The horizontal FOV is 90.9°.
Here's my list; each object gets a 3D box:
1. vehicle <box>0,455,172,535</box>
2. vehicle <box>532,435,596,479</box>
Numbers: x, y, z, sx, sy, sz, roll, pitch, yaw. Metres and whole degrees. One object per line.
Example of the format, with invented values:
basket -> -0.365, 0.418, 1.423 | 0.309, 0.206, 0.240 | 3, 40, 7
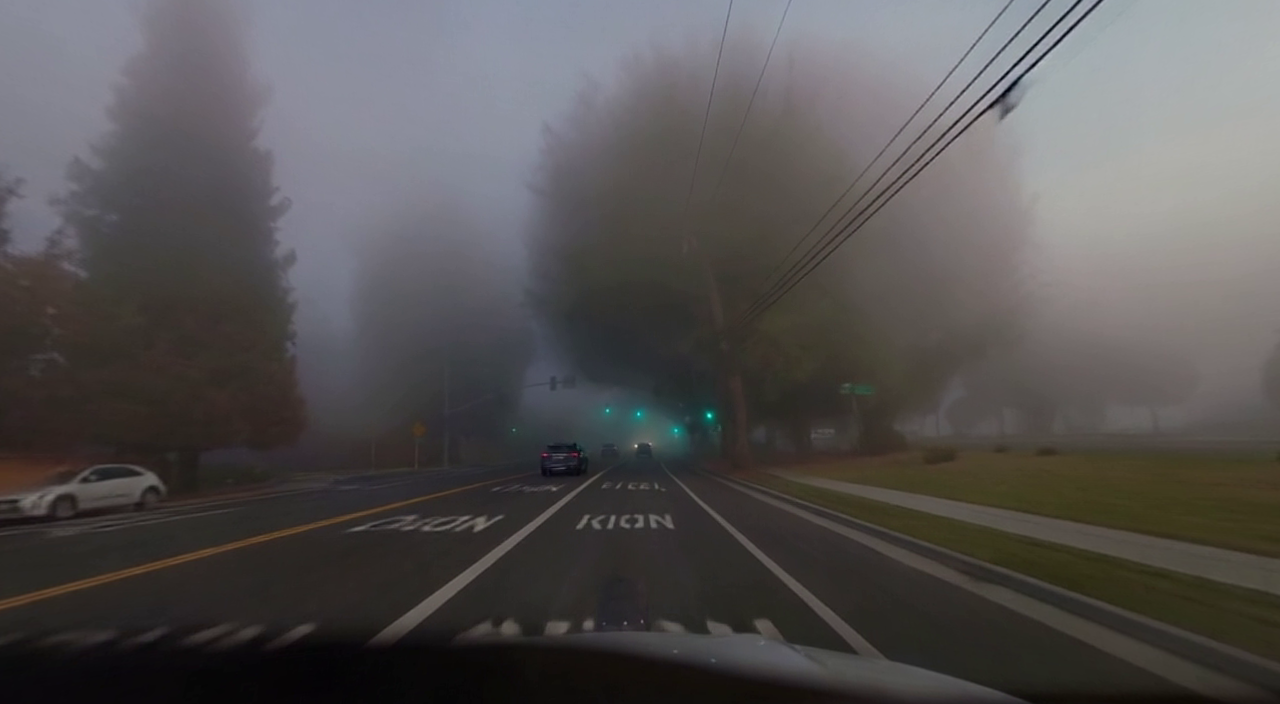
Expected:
vehicle -> -14.214, 3.439, 15.547 | 1.860, 1.490, 4.542 | -4, -7, 0
vehicle -> -3.133, 4.468, 27.055 | 2.084, 1.701, 4.734 | 0, -8, 1
